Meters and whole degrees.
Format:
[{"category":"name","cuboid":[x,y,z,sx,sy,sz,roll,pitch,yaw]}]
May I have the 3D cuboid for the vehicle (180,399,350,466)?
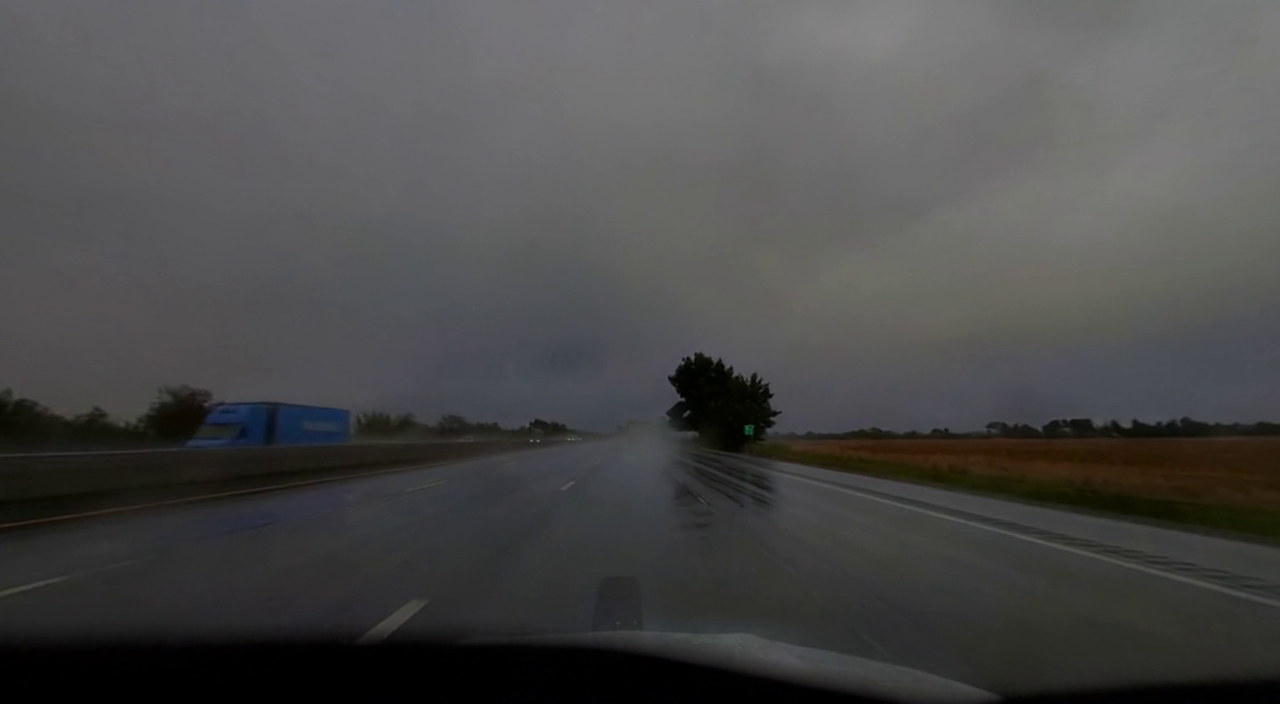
[{"category":"vehicle","cuboid":[-28.007,6.307,48.913,3.237,4.301,16.964,0,-8,-2]}]
